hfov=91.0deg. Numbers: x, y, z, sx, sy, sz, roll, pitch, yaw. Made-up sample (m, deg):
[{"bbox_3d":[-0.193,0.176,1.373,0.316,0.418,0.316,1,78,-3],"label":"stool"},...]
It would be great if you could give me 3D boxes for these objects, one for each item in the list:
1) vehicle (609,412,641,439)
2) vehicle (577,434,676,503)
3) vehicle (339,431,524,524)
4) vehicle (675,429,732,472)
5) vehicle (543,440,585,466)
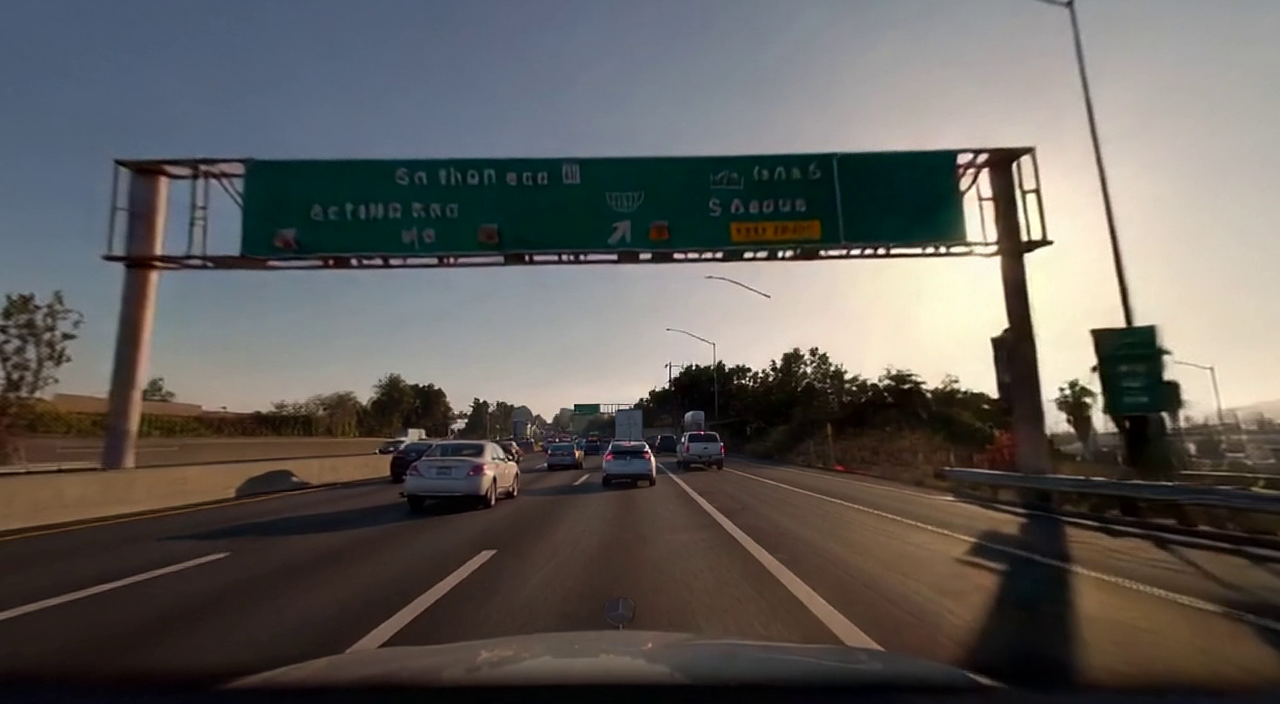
[{"bbox_3d":[-1.092,5.409,46.017,2.206,1.803,4.569,0,-8,-1],"label":"vehicle"},{"bbox_3d":[-0.307,2.829,15.724,2.136,1.470,3.971,0,-8,0],"label":"vehicle"},{"bbox_3d":[-3.758,2.343,12.358,2.064,1.475,4.489,0,-8,0],"label":"vehicle"},{"bbox_3d":[2.935,4.686,30.037,2.173,1.870,4.499,0,-8,-1],"label":"vehicle"},{"bbox_3d":[-4.467,5.995,37.568,1.998,1.423,4.436,0,-8,0],"label":"vehicle"}]
